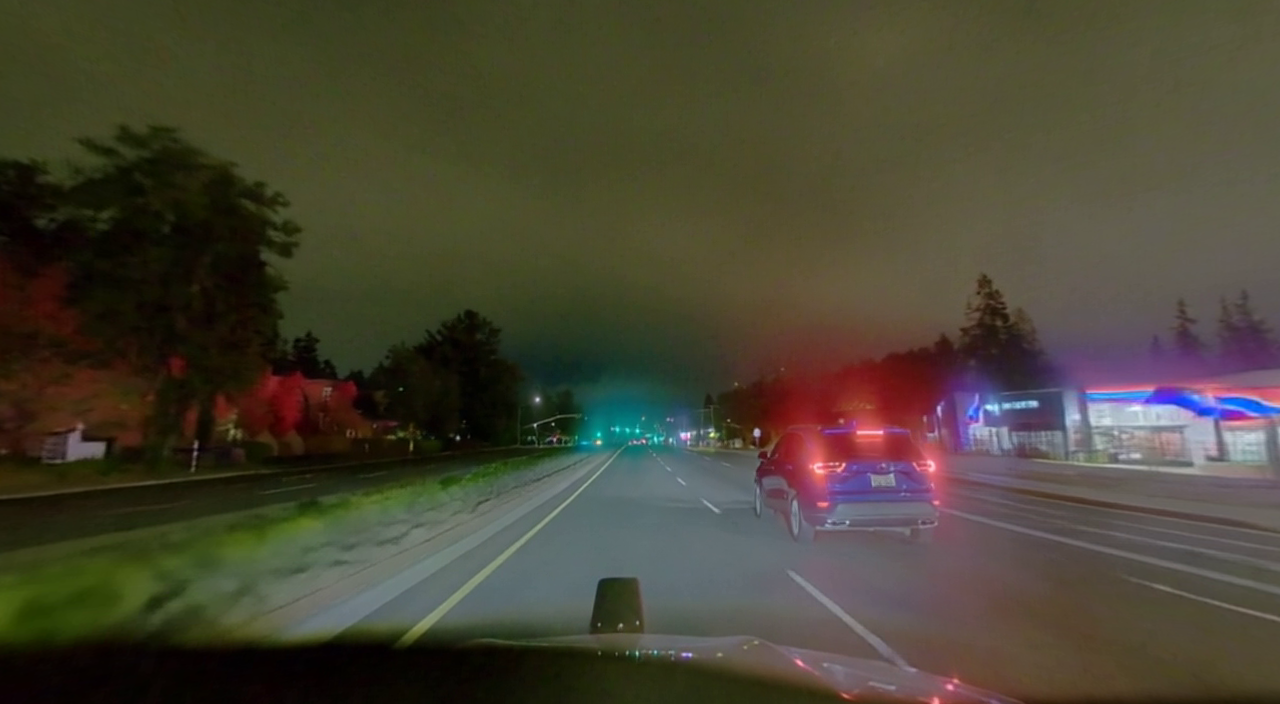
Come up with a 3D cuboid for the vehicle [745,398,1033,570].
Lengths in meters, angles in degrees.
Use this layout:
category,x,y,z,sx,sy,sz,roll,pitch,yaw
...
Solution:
category,x,y,z,sx,sy,sz,roll,pitch,yaw
vehicle,3.015,1.741,9.024,2.130,1.790,4.615,0,-9,-1
